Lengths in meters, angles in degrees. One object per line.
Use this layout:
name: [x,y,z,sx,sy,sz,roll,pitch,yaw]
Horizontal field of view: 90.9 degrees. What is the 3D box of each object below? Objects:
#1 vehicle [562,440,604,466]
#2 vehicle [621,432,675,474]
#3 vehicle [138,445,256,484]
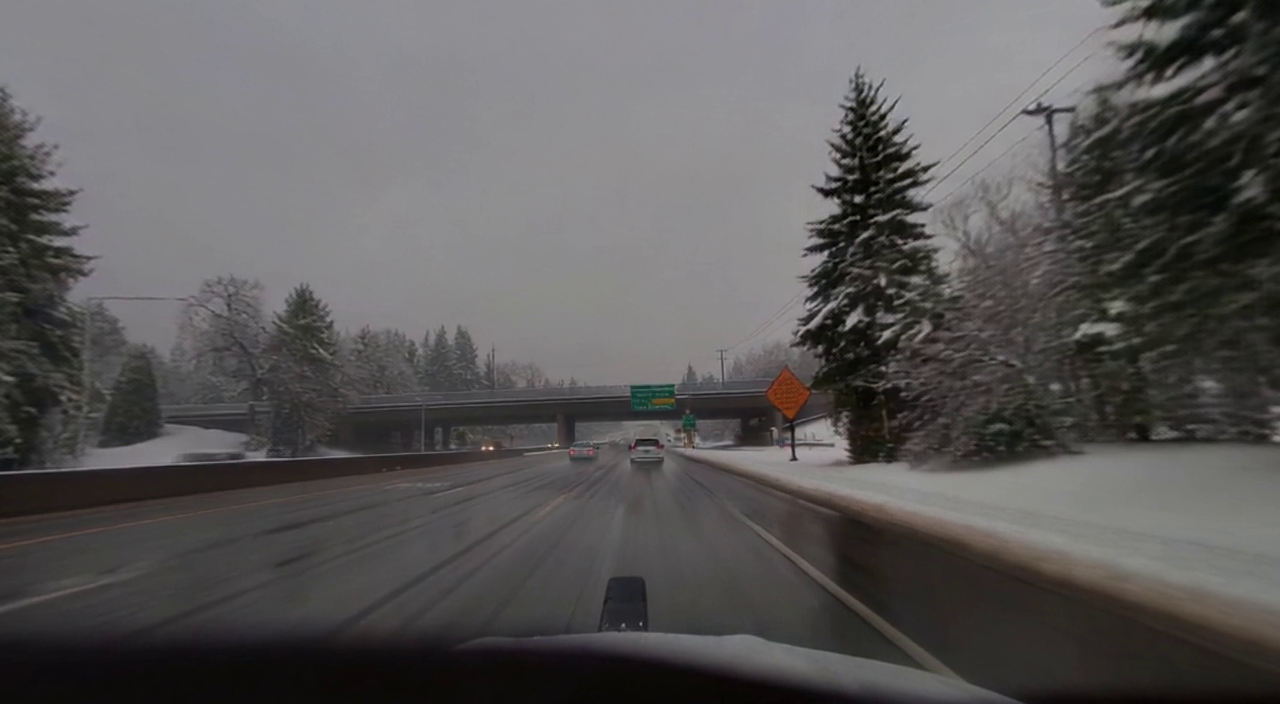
vehicle: [-3.381,6.092,38.158,2.056,1.464,4.564,0,-8,1]
vehicle: [0.315,4.397,27.638,2.152,1.697,4.066,0,-8,0]
vehicle: [-20.963,5.286,30.155,2.044,1.656,4.874,0,-8,0]
